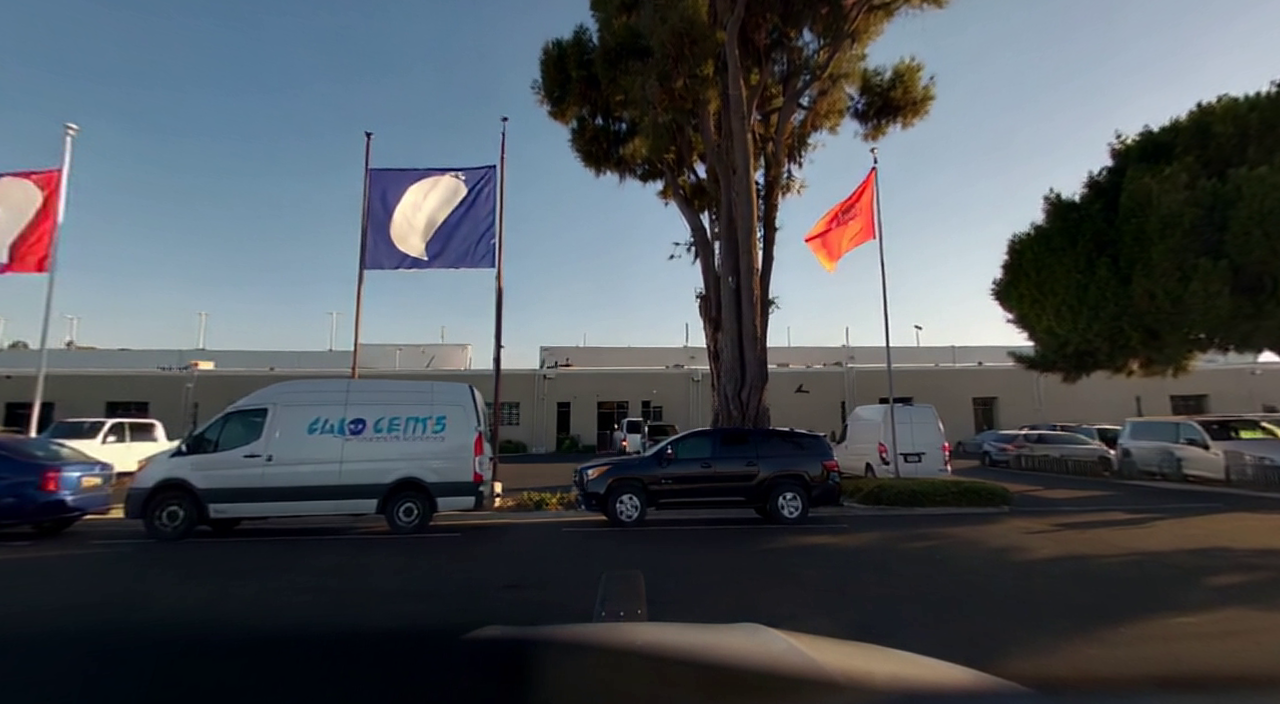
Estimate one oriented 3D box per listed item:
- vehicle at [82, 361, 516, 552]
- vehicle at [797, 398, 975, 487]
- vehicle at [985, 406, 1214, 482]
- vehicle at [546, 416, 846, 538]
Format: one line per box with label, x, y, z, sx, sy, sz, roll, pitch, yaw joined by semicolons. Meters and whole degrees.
vehicle;-5.208;1.716;10.742;5.899;2.757;2.257;1;-9;-8
vehicle;7.312;2.842;19.804;2.491;2.324;5.986;1;-8;-8
vehicle;15.087;3.096;21.535;2.228;2.126;6.632;-1;-8;-7
vehicle;0.851;2.176;11.385;4.992;1.894;2.043;2;-8;-8
